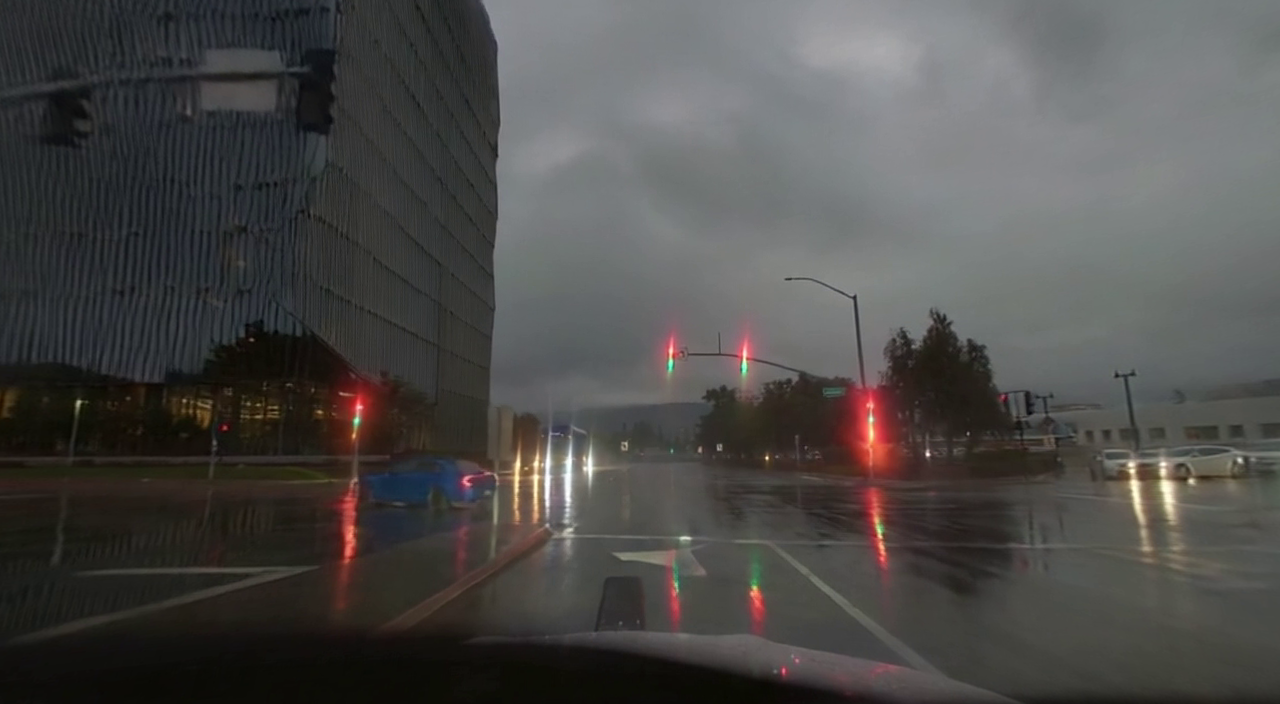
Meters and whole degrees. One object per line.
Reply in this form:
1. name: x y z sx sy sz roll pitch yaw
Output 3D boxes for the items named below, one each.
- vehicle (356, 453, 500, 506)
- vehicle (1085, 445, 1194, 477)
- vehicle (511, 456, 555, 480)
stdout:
1. vehicle: -6.953 4.116 20.658 4.197 1.525 2.014 -4 -10 26
2. vehicle: 25.033 5.449 31.804 2.021 1.484 4.454 0 -9 3
3. vehicle: -7.426 8.075 44.047 2.113 1.535 4.504 0 -9 2
